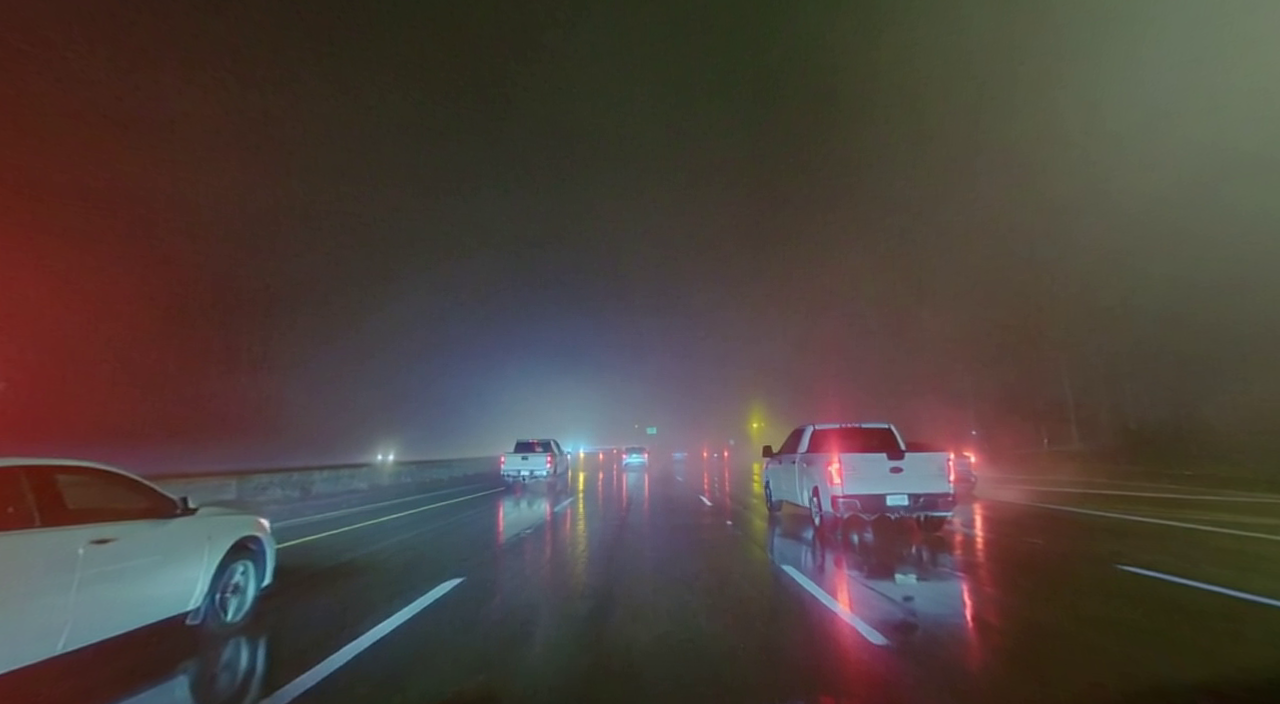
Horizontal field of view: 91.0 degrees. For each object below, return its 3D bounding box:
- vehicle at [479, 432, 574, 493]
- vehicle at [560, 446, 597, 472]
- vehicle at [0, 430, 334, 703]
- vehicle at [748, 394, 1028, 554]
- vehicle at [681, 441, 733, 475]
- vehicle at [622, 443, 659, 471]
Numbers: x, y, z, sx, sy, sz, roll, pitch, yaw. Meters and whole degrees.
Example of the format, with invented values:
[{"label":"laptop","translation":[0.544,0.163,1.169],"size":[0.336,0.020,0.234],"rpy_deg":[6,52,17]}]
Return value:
[{"label":"vehicle","translation":[-3.664,3.688,21.353],"size":[2.176,1.783,4.799],"rpy_deg":[0,-9,2]},{"label":"vehicle","translation":[-3.688,6.505,38.601],"size":[1.907,1.484,3.954],"rpy_deg":[0,-9,-1]},{"label":"vehicle","translation":[-3.865,1.187,3.646],"size":[1.947,1.424,4.264],"rpy_deg":[0,-9,1]},{"label":"vehicle","translation":[3.490,1.898,10.477],"size":[2.340,1.925,5.529],"rpy_deg":[0,-9,-1]},{"label":"vehicle","translation":[3.396,5.501,32.812],"size":[2.145,1.636,4.437],"rpy_deg":[1,-9,-2]},{"label":"vehicle","translation":[0.014,6.326,38.243],"size":[2.147,1.572,4.094],"rpy_deg":[0,-9,0]}]
